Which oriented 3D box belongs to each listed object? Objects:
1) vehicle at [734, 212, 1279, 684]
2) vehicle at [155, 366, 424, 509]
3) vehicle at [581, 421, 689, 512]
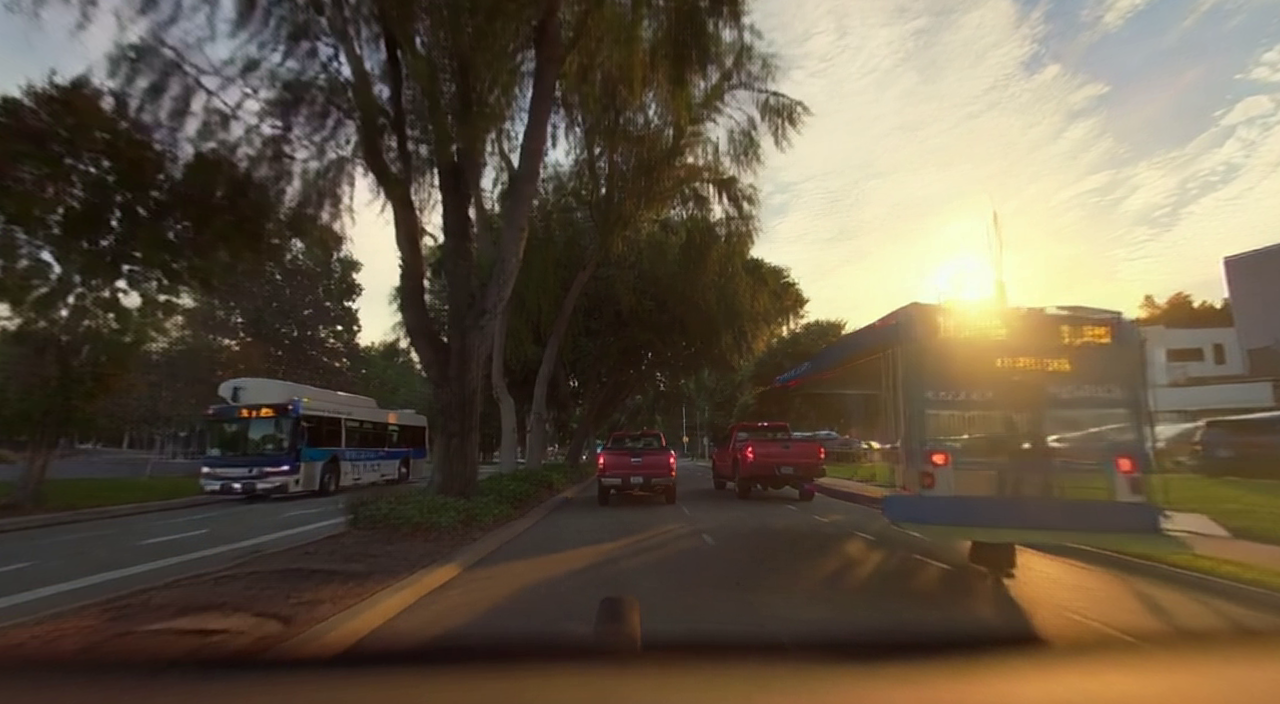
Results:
[{"bbox_3d":[3.876,1.314,9.366,3.088,3.057,10.503,0,-8,-1],"label":"vehicle"},{"bbox_3d":[-11.984,3.308,24.114,2.996,4.022,12.692,0,-8,0],"label":"vehicle"},{"bbox_3d":[-0.096,2.730,15.622,2.157,1.816,5.804,0,-8,0],"label":"vehicle"}]
